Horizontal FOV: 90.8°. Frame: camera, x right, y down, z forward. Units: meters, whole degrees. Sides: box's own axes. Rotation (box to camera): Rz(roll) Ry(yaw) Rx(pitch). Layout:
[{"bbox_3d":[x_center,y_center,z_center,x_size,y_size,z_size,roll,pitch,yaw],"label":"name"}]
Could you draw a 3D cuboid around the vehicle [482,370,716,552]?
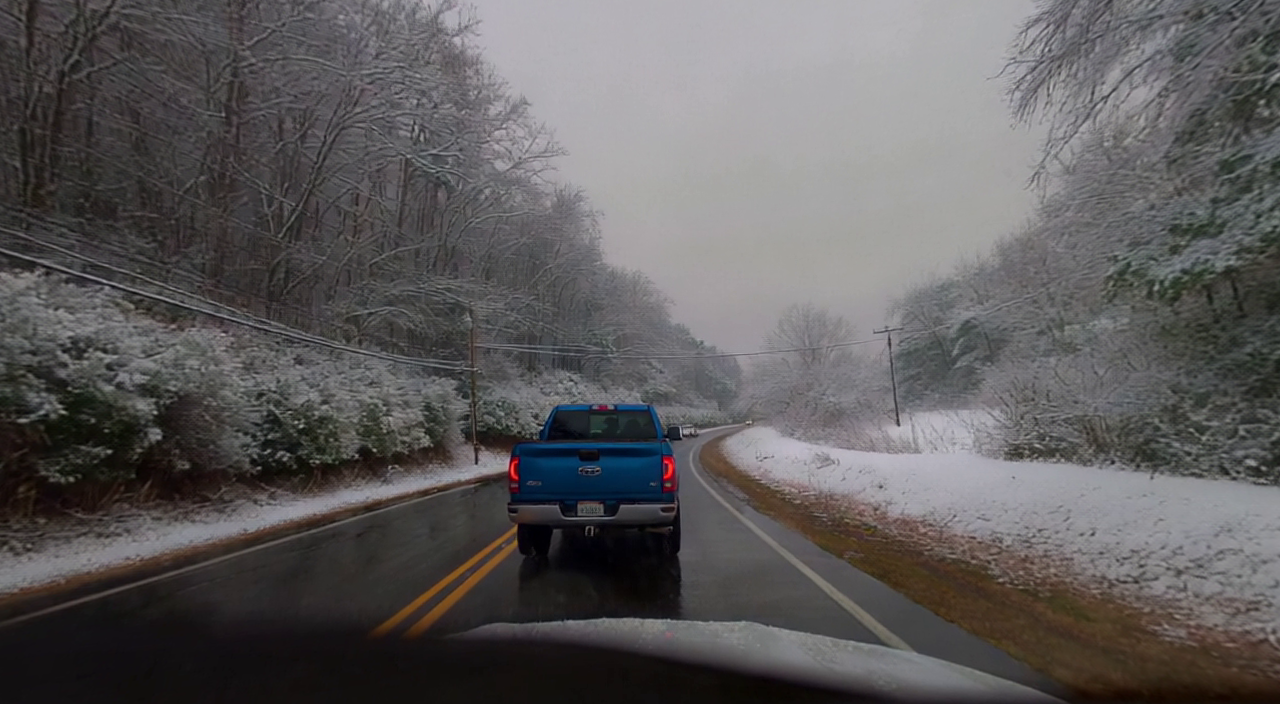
[{"bbox_3d":[-0.543,1.760,10.752,2.837,2.223,5.885,0,-8,-1],"label":"vehicle"}]
